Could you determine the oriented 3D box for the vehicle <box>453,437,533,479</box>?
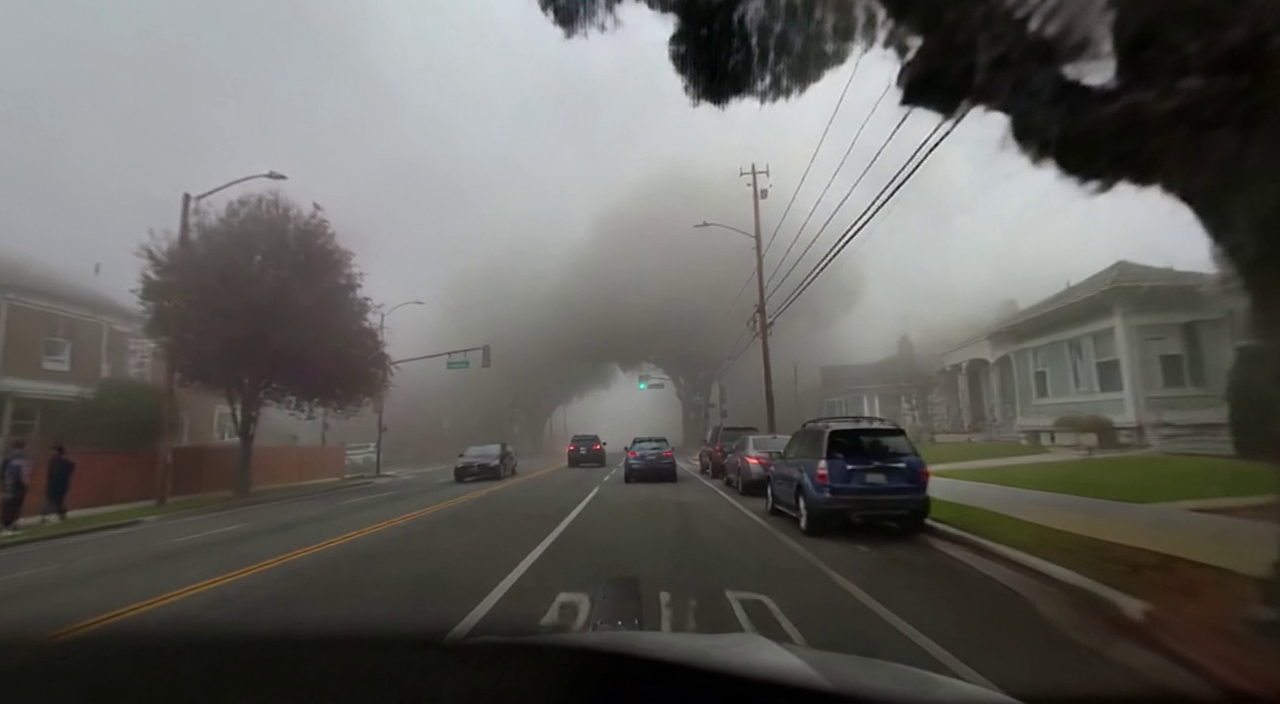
[{"bbox_3d":[-5.784,4.199,25.381,2.055,1.521,4.639,-1,-8,1],"label":"vehicle"}]

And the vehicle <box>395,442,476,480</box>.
[{"bbox_3d":[-8.955,4.770,27.947,2.059,1.507,4.379,-1,-8,1],"label":"vehicle"}]

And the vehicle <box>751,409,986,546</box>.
[{"bbox_3d":[3.070,1.754,9.515,1.905,1.589,4.028,0,-8,-2],"label":"vehicle"}]

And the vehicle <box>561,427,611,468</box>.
[{"bbox_3d":[-2.550,4.608,30.691,1.983,1.841,4.013,-1,-8,1],"label":"vehicle"}]

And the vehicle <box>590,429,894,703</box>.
[{"bbox_3d":[0.442,1.316,4.756,1.485,1.385,3.283,1,-8,-2],"label":"vehicle"}]
